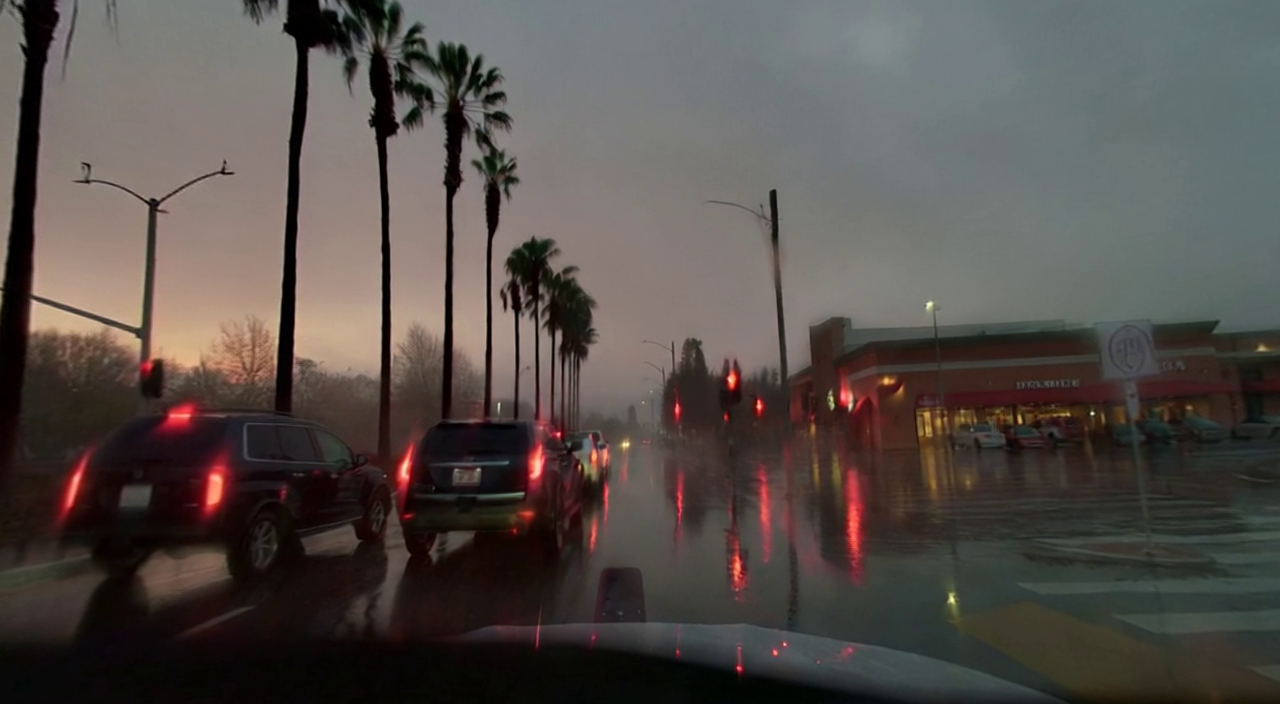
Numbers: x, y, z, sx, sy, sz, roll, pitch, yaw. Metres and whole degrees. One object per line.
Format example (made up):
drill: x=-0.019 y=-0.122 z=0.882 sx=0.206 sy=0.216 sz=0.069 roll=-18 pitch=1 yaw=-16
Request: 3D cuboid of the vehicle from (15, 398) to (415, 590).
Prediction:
vehicle: x=-5.026 y=1.751 z=8.639 sx=2.025 sy=1.862 sz=4.804 roll=0 pitch=-9 yaw=1

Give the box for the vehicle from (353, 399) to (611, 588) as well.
vehicle: x=-1.586 y=1.664 z=8.182 sx=2.153 sy=1.759 sz=4.320 roll=0 pitch=-9 yaw=1
